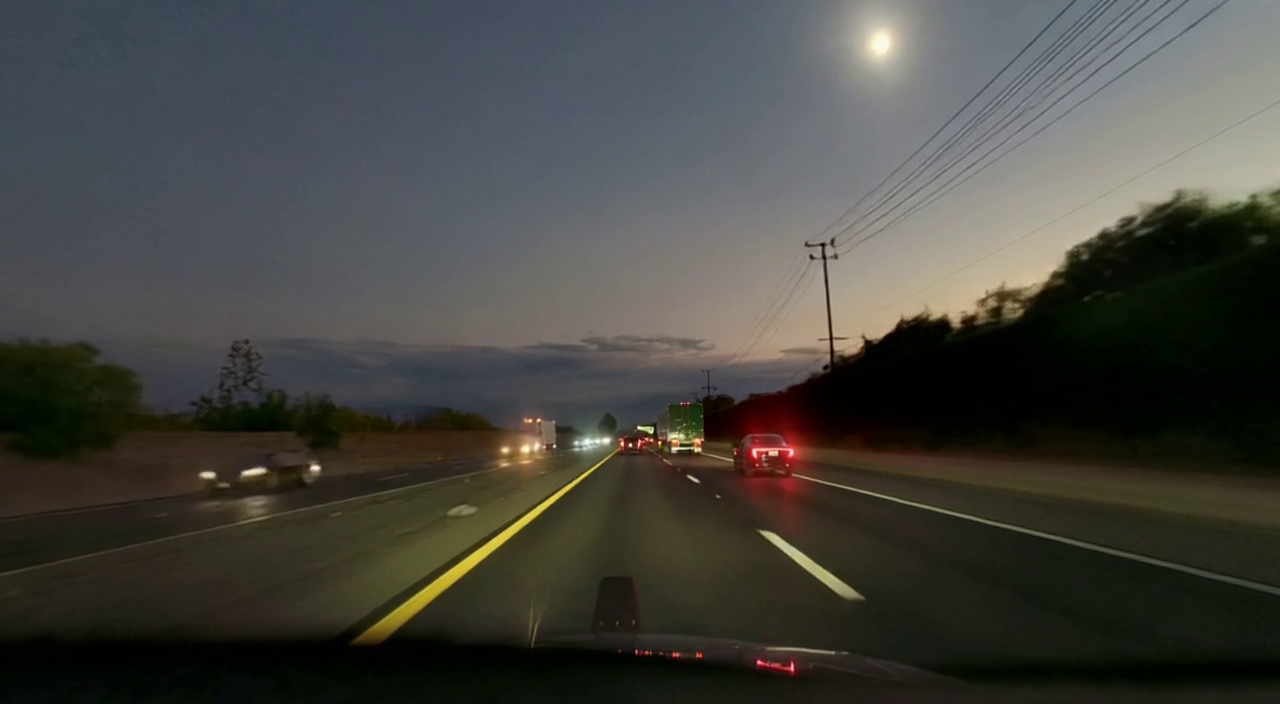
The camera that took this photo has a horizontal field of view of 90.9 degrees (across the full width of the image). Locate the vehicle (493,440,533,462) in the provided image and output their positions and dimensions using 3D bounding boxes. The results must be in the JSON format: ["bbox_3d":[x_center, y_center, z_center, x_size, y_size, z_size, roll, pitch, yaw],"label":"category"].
[{"bbox_3d":[-9.027,7.049,45.193,1.915,1.484,4.561,0,-7,0],"label":"vehicle"}]

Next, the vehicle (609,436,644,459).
[{"bbox_3d":[-0.871,6.235,41.349,2.163,1.466,3.693,0,-7,-1],"label":"vehicle"}]

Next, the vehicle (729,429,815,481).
[{"bbox_3d":[4.320,3.396,21.247,1.930,1.573,3.853,0,-7,-2],"label":"vehicle"}]

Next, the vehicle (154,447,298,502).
[{"bbox_3d":[-13.379,3.936,20.784,1.837,1.523,4.377,0,-7,-1],"label":"vehicle"}]
